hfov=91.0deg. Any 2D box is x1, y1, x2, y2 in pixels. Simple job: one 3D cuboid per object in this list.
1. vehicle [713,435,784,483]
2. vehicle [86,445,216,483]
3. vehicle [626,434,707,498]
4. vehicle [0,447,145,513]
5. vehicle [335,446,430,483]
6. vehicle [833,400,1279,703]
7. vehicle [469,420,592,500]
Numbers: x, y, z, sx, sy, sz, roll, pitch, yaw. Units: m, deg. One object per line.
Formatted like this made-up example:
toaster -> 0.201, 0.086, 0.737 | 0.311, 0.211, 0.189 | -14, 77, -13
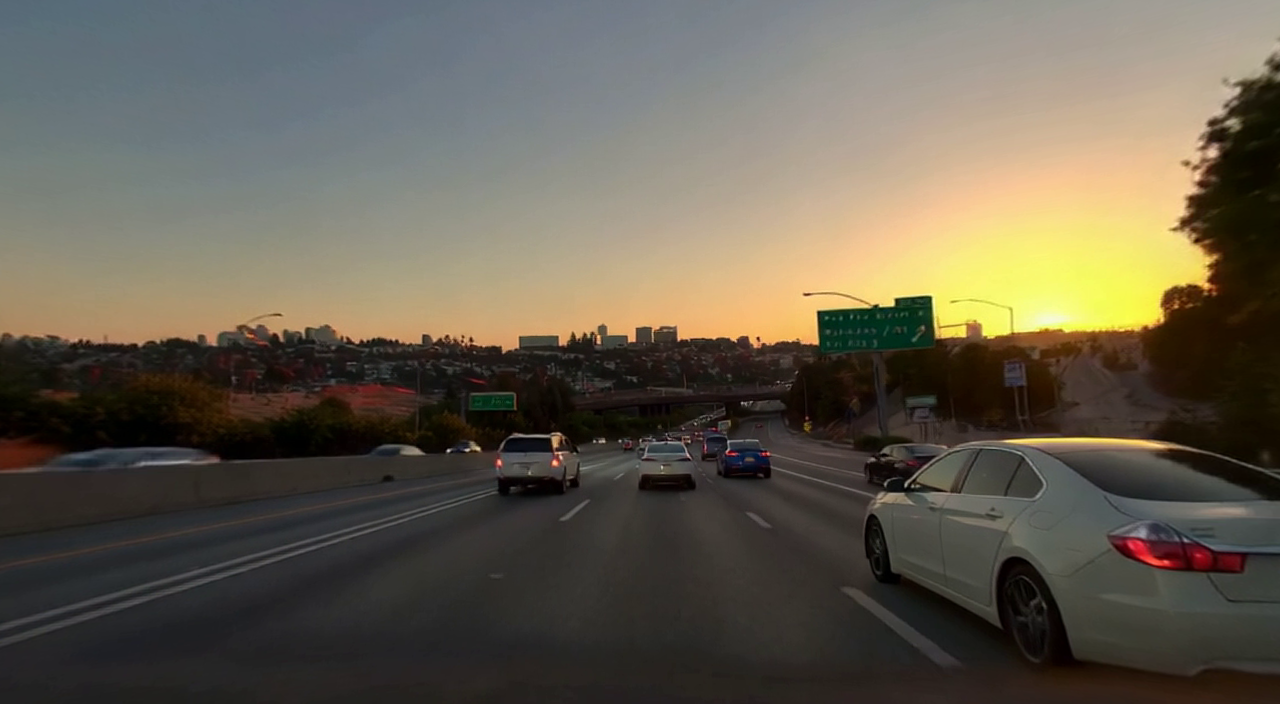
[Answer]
vehicle -> 4.060, 4.092, 24.319 | 2.076, 1.684, 4.241 | 0, -9, 2
vehicle -> -22.191, 5.083, 28.882 | 1.919, 1.539, 4.735 | -1, -9, 3
vehicle -> 0.750, 3.247, 18.213 | 2.074, 1.614, 3.803 | 0, -9, 2
vehicle -> -15.613, 3.210, 16.169 | 1.881, 1.502, 4.680 | 0, -9, 2
vehicle -> -11.524, 5.076, 28.639 | 2.047, 1.519, 4.771 | 0, -9, 3
vehicle -> 3.083, 1.263, 4.459 | 2.009, 1.489, 4.559 | 0, -9, 0
vehicle -> -2.921, 3.083, 18.288 | 2.434, 1.965, 5.305 | 0, -9, 2
